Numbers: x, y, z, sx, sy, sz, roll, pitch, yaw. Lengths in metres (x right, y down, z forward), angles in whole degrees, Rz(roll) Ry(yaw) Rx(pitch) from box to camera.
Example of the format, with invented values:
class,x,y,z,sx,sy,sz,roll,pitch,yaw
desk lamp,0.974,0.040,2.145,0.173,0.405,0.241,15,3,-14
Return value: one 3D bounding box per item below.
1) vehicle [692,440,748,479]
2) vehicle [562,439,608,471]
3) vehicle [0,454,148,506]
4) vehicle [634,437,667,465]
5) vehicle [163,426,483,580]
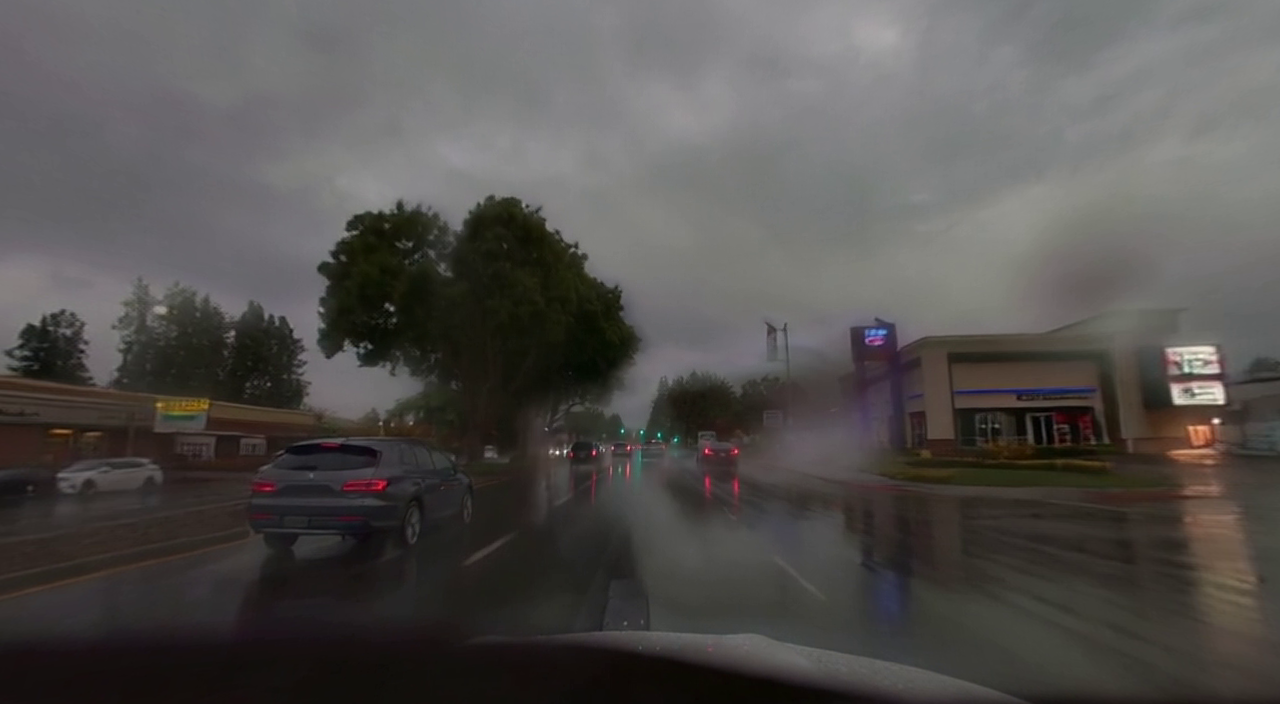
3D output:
class,x,y,z,sx,sy,sz,roll,pitch,yaw
vehicle,3.467,4.738,27.920,1.922,1.579,3.642,0,-9,-2
vehicle,-2.971,5.677,34.808,2.026,1.665,4.193,0,-9,2
vehicle,-22.661,5.084,25.456,1.946,1.581,4.573,-4,-7,0
vehicle,0.745,6.954,44.175,2.193,1.873,4.033,0,-9,1
vehicle,-3.647,1.813,8.387,1.908,1.481,4.351,0,-9,1
